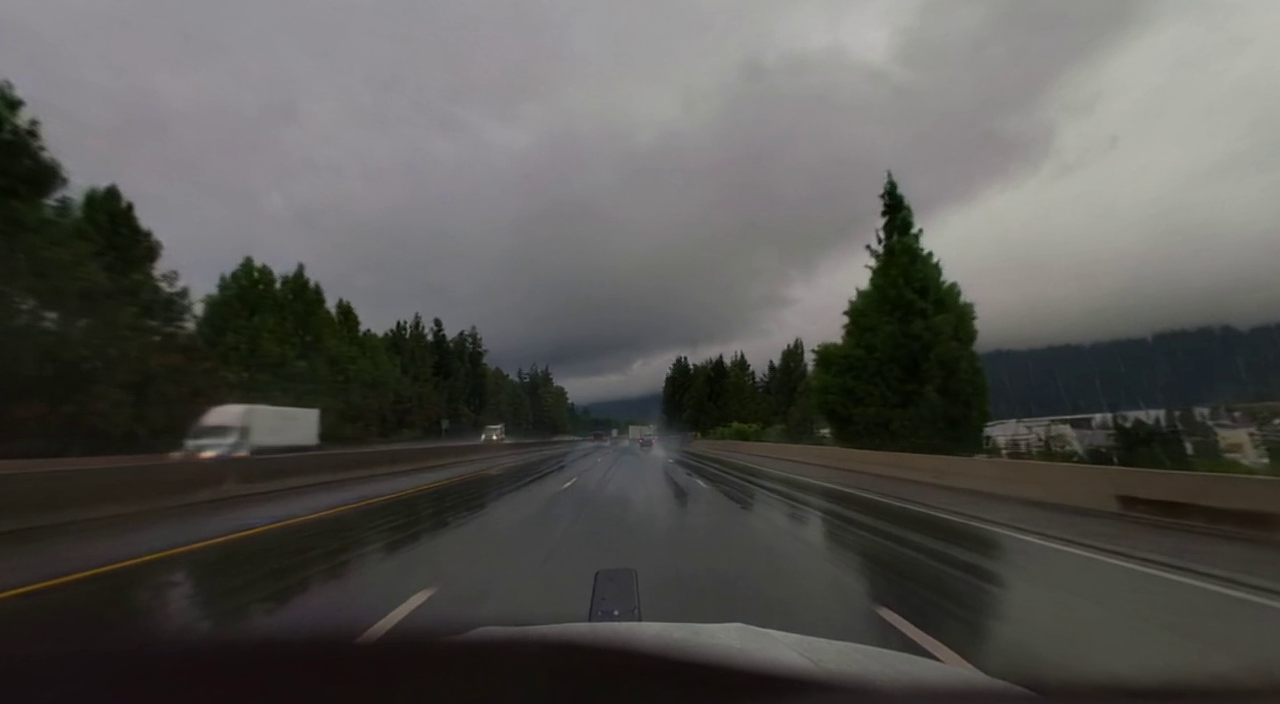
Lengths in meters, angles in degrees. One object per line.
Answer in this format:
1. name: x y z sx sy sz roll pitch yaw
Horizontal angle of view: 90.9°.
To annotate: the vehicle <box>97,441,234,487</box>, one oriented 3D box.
1. vehicle: -16.395 3.858 22.072 1.744 1.433 3.967 0 -8 -1
